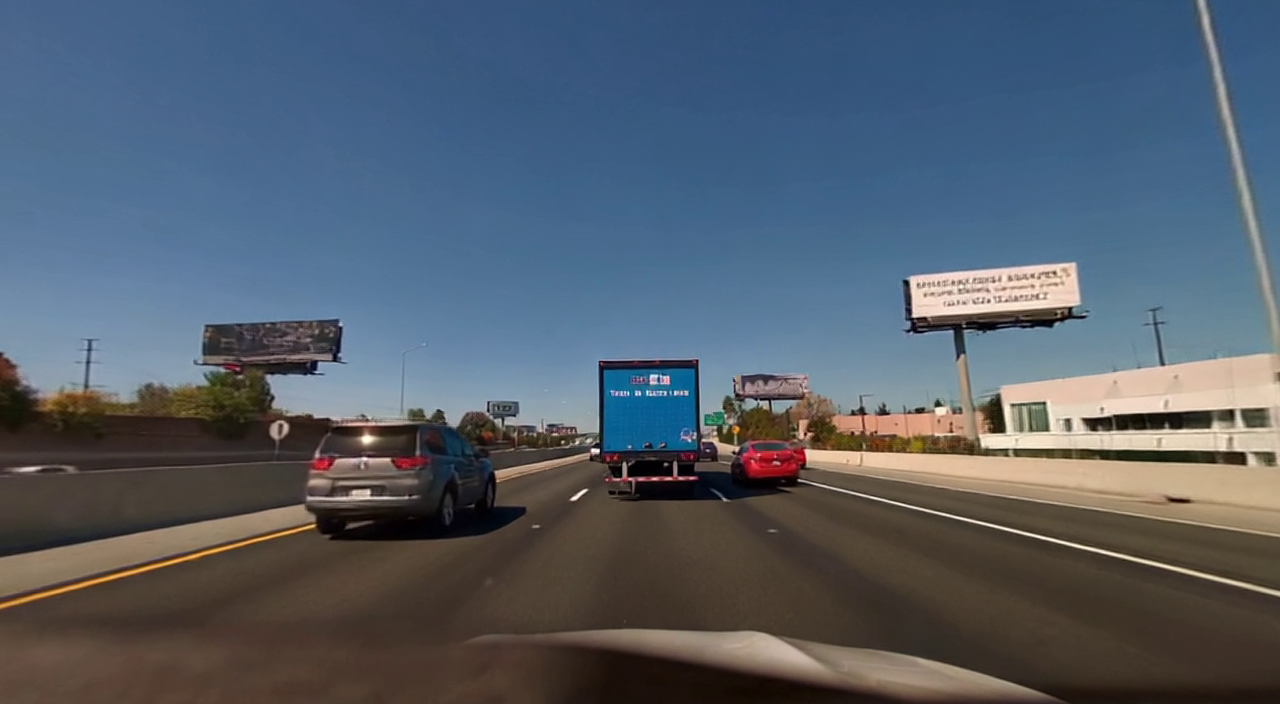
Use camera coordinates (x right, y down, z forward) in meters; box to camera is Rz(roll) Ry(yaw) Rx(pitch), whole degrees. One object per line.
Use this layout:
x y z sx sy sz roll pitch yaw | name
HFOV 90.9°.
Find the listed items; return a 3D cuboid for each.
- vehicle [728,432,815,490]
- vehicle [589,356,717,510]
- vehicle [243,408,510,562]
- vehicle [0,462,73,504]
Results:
4.286 3.618 21.256 1.986 1.718 4.296 0 -8 0 | vehicle
0.360 2.351 17.881 2.733 3.296 8.571 0 -8 1 | vehicle
-3.596 1.898 9.732 2.133 1.808 4.349 0 -8 1 | vehicle
-27.033 5.559 26.810 1.816 1.581 4.070 -1 -8 6 | vehicle
